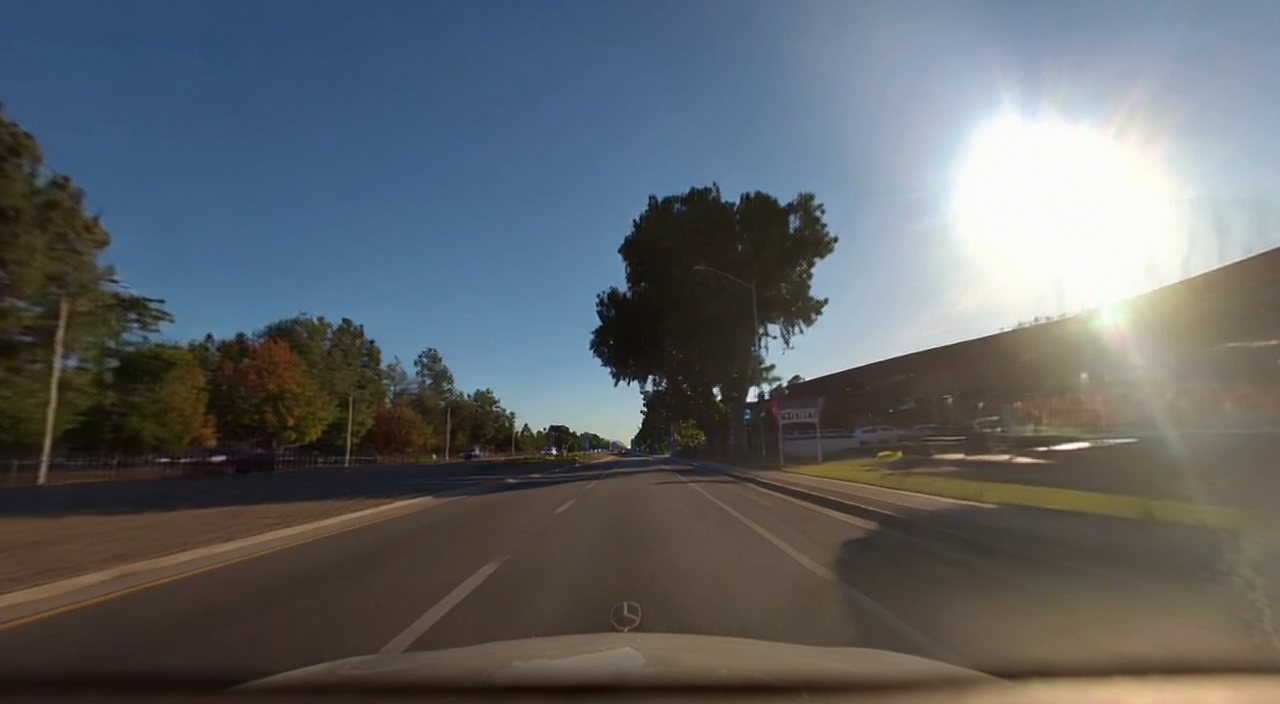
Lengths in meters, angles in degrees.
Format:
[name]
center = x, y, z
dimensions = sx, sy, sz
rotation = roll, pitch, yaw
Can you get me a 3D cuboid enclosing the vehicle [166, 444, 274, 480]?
[vehicle]
center = -20.638, 5.399, 31.230
dimensions = 1.966, 1.595, 4.802
rotation = -1, -9, 1
